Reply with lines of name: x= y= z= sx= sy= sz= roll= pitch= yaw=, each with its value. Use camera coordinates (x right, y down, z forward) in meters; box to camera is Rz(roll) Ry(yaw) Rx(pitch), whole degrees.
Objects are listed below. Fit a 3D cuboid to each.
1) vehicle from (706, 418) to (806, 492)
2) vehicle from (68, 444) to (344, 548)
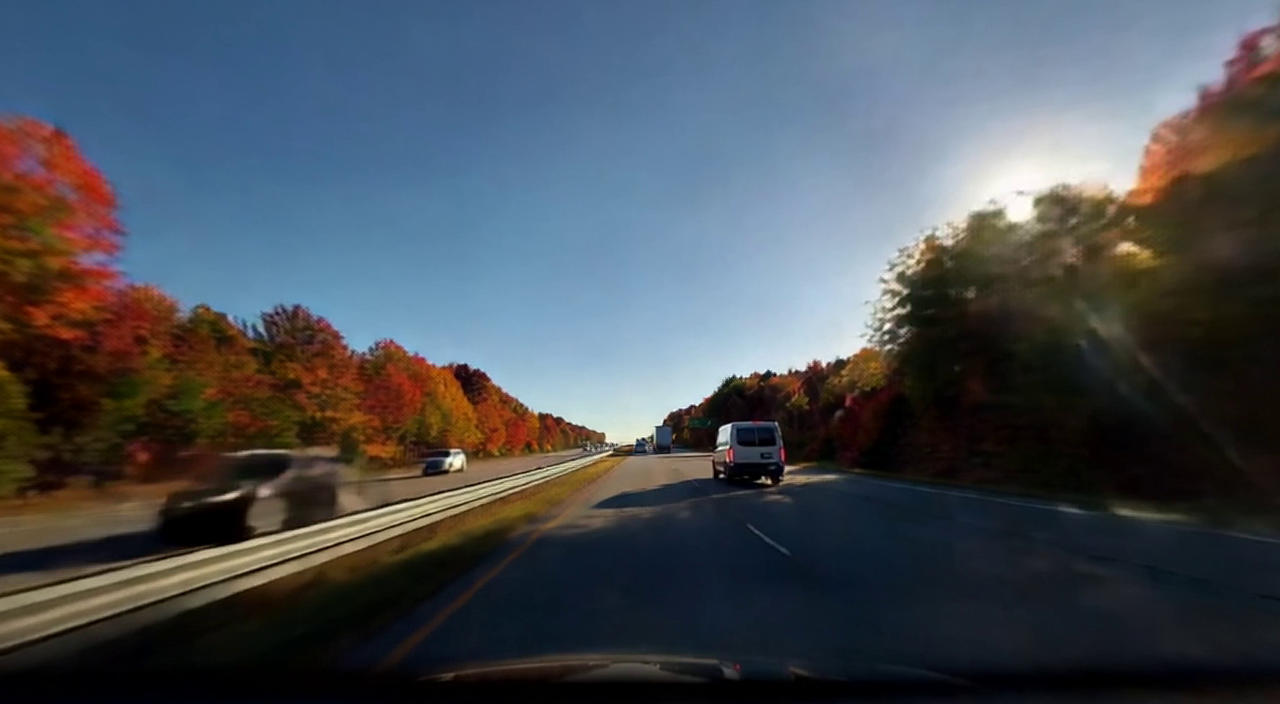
vehicle: x=3.633 y=3.360 z=20.846 sx=2.291 sy=2.112 sz=5.052 roll=0 pitch=-8 yaw=0
vehicle: x=-7.474 y=2.450 z=11.550 sx=1.872 sy=1.518 sz=4.401 roll=0 pitch=-8 yaw=1
